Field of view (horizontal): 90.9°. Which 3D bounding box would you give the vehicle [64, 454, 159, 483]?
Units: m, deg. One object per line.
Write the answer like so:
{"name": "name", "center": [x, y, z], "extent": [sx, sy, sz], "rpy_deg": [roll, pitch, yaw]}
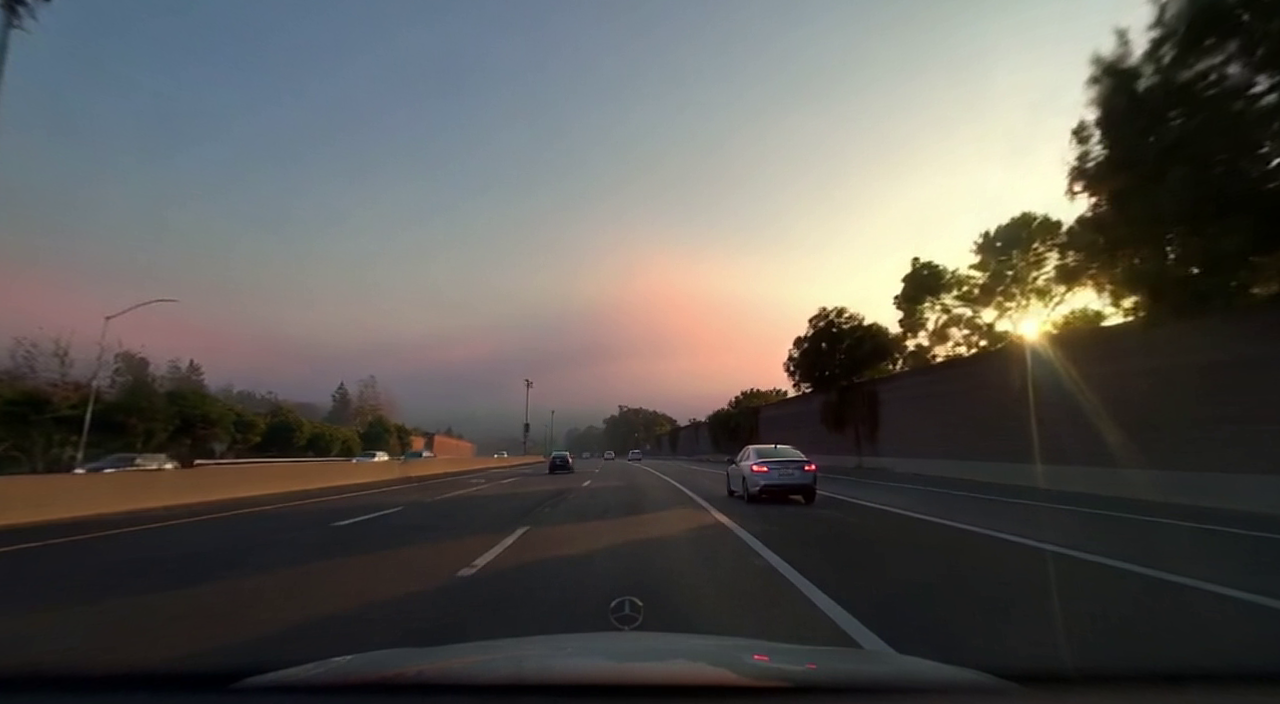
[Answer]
{"name": "vehicle", "center": [-31.069, 6.840, 37.260], "extent": [1.767, 1.531, 4.427], "rpy_deg": [0, -9, -1]}

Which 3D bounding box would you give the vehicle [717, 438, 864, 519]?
{"name": "vehicle", "center": [3.125, 2.752, 14.290], "extent": [2.030, 1.490, 4.737], "rpy_deg": [0, -9, -2]}

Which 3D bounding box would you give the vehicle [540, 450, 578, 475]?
{"name": "vehicle", "center": [-5.109, 7.007, 40.140], "extent": [2.014, 1.481, 4.156], "rpy_deg": [0, -9, -2]}
